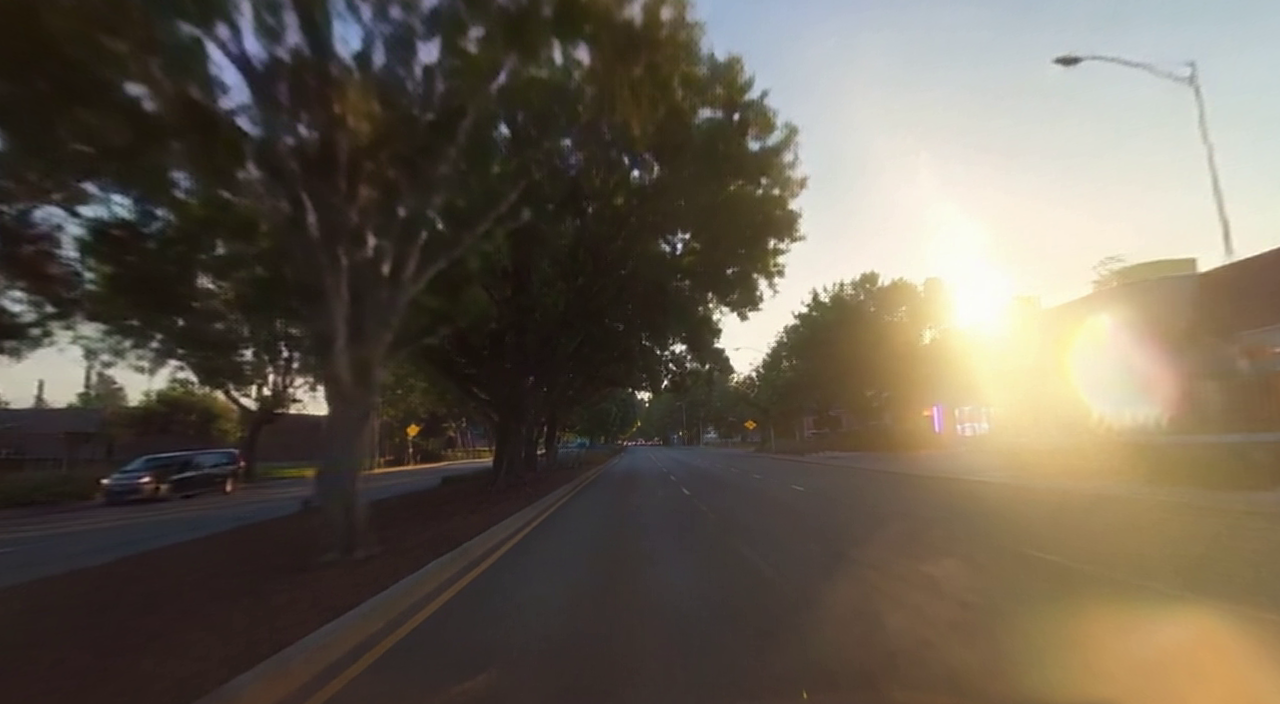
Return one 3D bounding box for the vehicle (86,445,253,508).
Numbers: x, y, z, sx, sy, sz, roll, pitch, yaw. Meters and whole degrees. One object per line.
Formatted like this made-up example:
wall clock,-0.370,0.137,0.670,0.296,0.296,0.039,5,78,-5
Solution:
vehicle,-19.406,5.094,26.625,2.648,2.106,6.148,-2,-8,-3
